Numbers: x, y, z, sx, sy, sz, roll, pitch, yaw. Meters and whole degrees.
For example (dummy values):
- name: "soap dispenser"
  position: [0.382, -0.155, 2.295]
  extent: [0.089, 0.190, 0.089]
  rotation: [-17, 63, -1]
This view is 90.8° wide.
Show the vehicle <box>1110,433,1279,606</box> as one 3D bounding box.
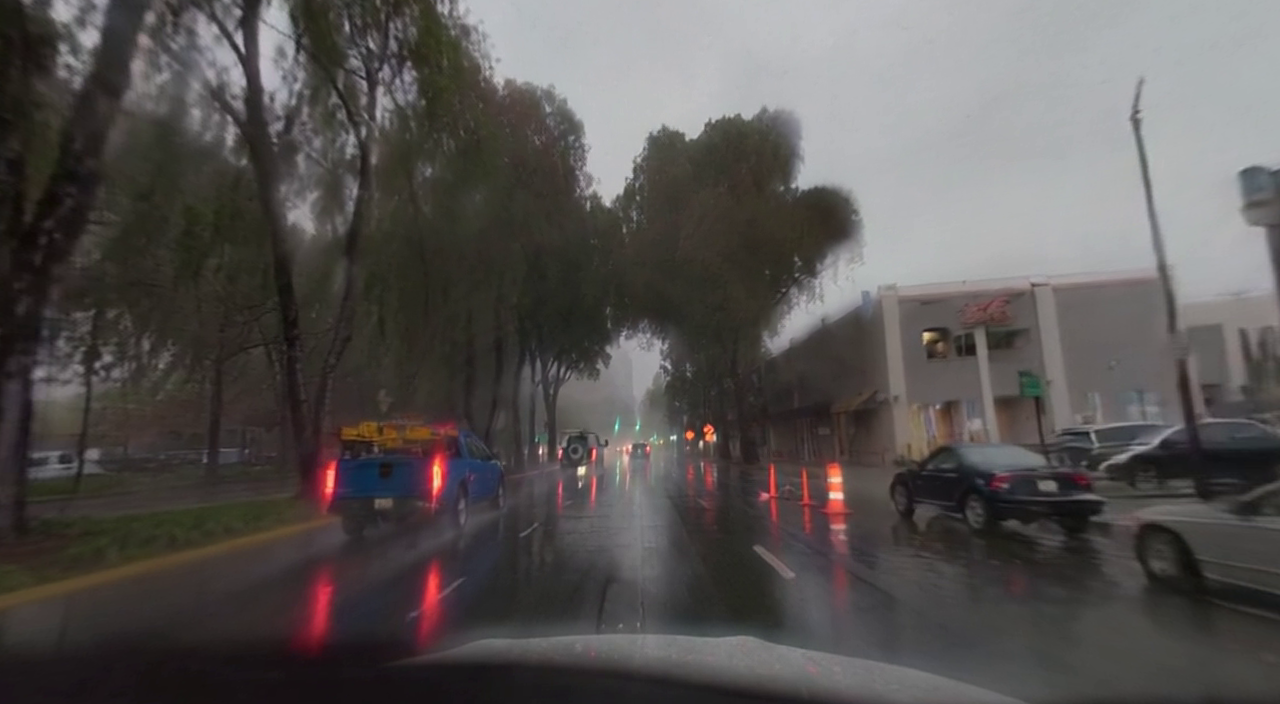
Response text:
- name: "vehicle"
  position: [6.695, 1.386, 4.963]
  extent: [2.012, 1.523, 5.204]
  rotation: [0, -9, 0]

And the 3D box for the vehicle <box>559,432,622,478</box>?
- name: "vehicle"
  position: [-2.322, 5.094, 31.546]
  extent: [2.424, 2.063, 5.678]
  rotation: [-1, -9, 3]

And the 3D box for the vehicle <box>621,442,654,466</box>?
- name: "vehicle"
  position: [-0.227, 7.866, 48.871]
  extent: [2.413, 1.748, 4.406]
  rotation: [0, -8, -1]

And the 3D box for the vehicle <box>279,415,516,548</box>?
- name: "vehicle"
  position: [-3.719, 2.085, 10.823]
  extent: [2.327, 1.775, 4.430]
  rotation: [0, -9, -1]

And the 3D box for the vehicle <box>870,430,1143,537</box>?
- name: "vehicle"
  position: [6.652, 2.419, 12.367]
  extent: [2.126, 1.642, 4.888]
  rotation: [0, -9, -4]
